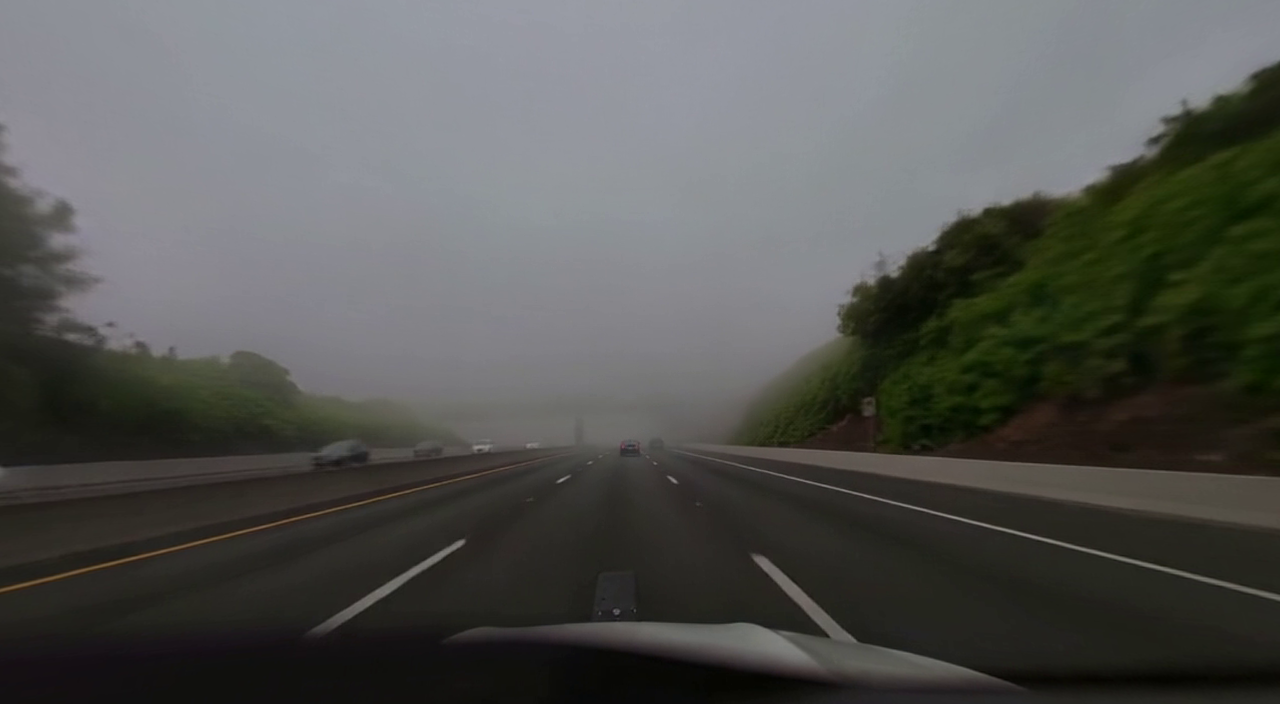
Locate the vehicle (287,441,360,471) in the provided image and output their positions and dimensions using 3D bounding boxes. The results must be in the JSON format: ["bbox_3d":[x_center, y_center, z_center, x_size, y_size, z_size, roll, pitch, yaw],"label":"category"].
[{"bbox_3d":[-16.864,5.550,33.814,1.818,1.468,4.144,0,-8,-1],"label":"vehicle"}]
